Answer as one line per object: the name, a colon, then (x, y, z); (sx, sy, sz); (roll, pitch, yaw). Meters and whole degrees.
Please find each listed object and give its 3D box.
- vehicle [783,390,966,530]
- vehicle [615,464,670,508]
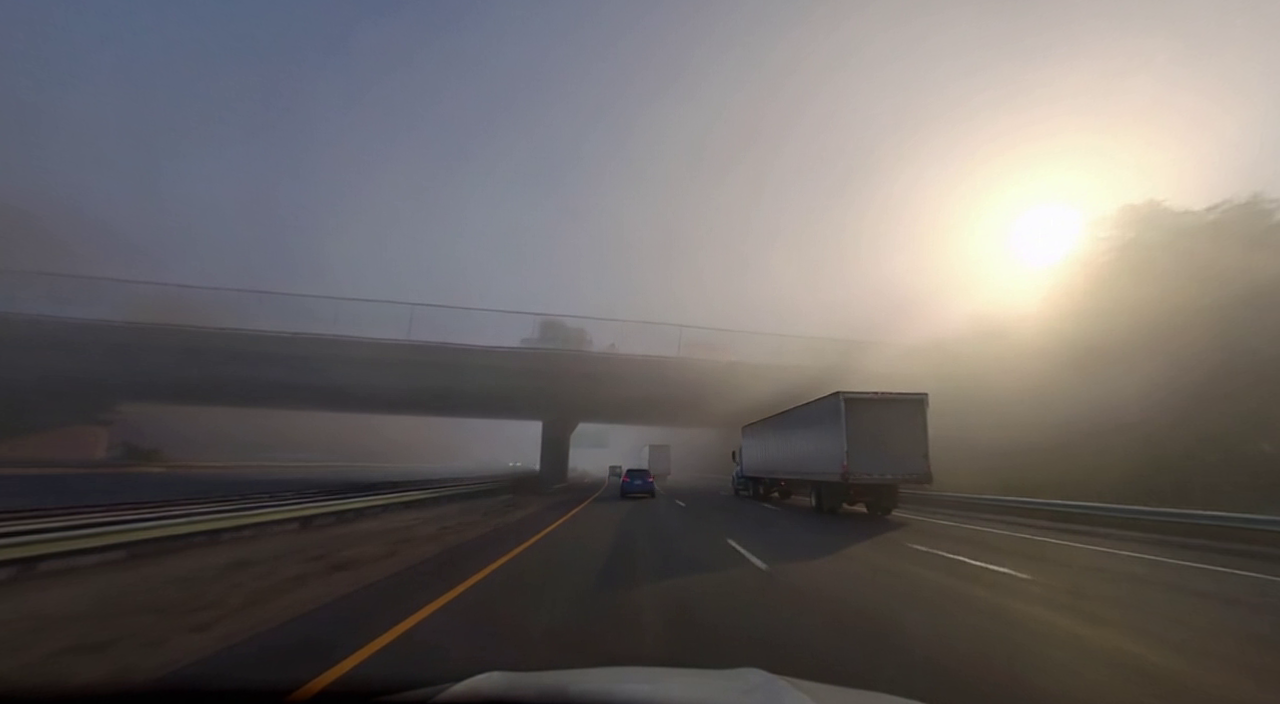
vehicle: (7.156, 3.601, 20.864); (2.839, 3.684, 8.091); (1, -11, 0)
vehicle: (0.086, 5.324, 25.257); (2.067, 1.552, 3.601); (1, -11, 0)
